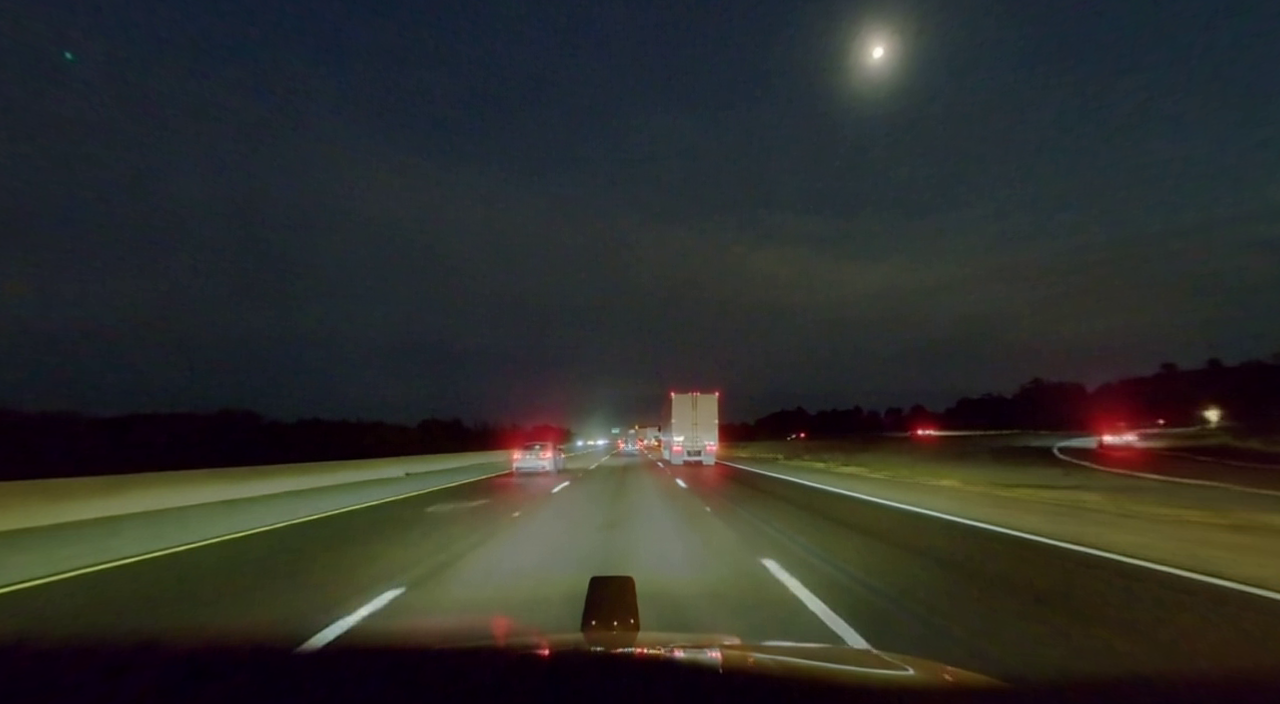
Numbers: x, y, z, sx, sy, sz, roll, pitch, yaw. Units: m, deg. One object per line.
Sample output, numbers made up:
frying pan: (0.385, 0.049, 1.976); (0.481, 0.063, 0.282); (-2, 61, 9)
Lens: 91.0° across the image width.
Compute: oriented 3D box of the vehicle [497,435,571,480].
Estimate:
vehicle: (-3.961, 4.026, 24.289); (2.111, 1.536, 4.270); (0, -8, 0)

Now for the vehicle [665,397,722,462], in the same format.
vehicle: (3.562, 5.596, 44.681); (2.997, 3.983, 10.860); (1, -8, 0)
